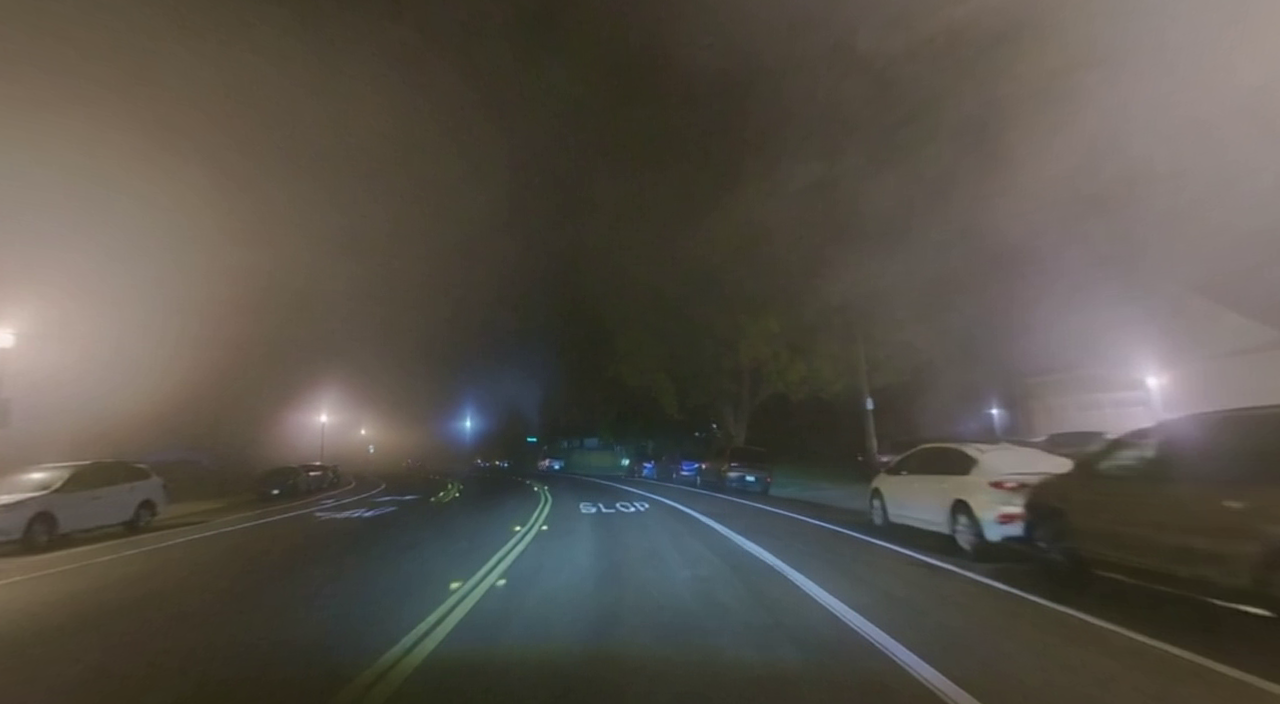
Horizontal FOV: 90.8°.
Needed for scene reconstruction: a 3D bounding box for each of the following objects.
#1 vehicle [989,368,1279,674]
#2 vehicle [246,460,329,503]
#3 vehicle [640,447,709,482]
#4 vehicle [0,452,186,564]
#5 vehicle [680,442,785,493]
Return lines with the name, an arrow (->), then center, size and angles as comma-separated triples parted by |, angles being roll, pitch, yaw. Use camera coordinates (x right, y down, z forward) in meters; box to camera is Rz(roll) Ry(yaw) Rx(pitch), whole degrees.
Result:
vehicle -> 4.822, 1.062, 4.196 | 2.184, 1.770, 4.651 | 0, -9, -2
vehicle -> -14.430, 5.288, 26.164 | 1.943, 1.476, 4.714 | 2, -9, -16
vehicle -> 1.516, 5.191, 29.457 | 1.844, 1.485, 4.193 | 3, -9, -17
vehicle -> -11.818, 2.950, 12.705 | 2.107, 1.810, 4.708 | 0, -9, -5
vehicle -> 3.167, 4.096, 22.814 | 2.367, 1.614, 4.463 | 2, -9, -11
